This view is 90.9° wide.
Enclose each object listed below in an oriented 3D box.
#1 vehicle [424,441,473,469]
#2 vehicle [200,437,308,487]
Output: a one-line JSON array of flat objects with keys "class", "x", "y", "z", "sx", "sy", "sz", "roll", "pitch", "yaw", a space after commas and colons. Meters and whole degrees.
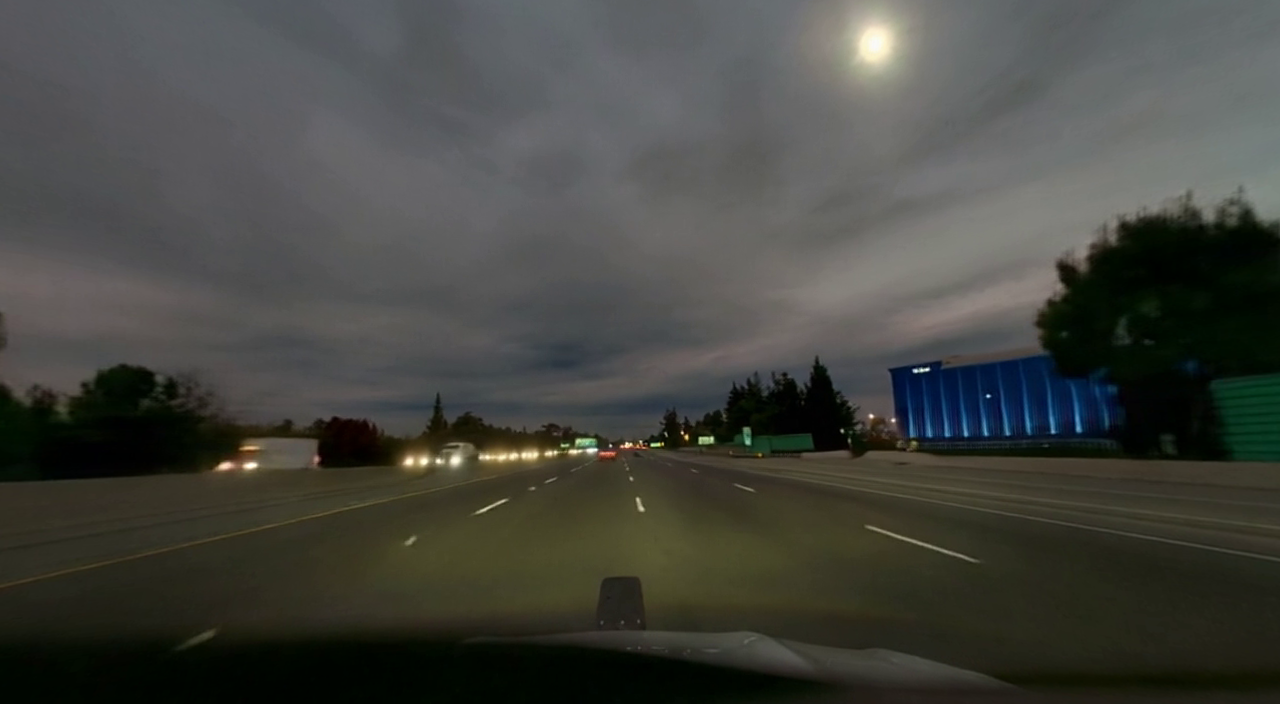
[{"class": "vehicle", "x": -14.138, "y": 7.608, "z": 46.778, "sx": 2.125, "sy": 1.915, "sz": 4.942, "roll": 0, "pitch": -9, "yaw": -1}, {"class": "vehicle", "x": -22.338, "y": 6.399, "z": 36.949, "sx": 2.365, "sy": 2.606, "sz": 6.439, "roll": 0, "pitch": -9, "yaw": -1}]
